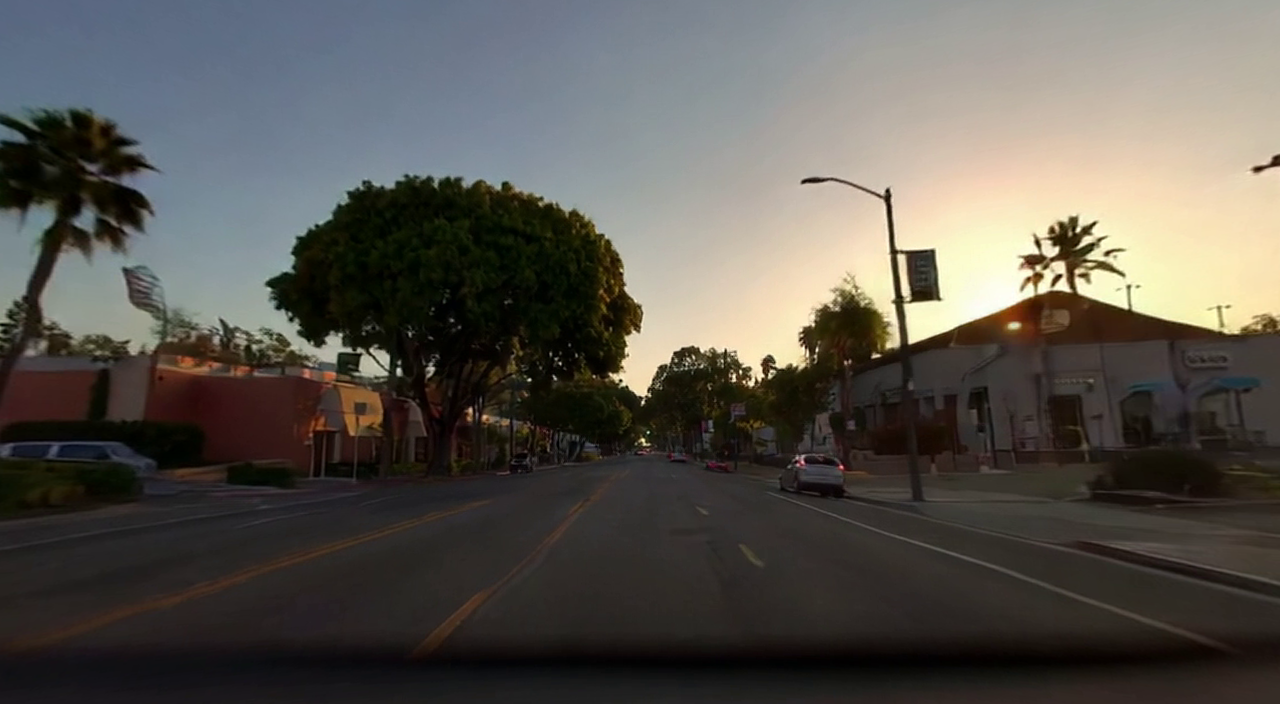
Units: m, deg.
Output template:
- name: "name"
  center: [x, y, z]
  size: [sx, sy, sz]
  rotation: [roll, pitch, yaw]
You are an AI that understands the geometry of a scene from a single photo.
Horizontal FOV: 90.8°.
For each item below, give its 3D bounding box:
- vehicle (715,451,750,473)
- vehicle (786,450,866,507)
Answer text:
- name: "vehicle"
  center: [6.777, 8.092, 46.781]
  size: [1.840, 1.503, 4.760]
  rotation: [0, -8, -1]
- name: "vehicle"
  center: [5.742, 3.805, 19.568]
  size: [2.067, 1.477, 4.653]
  rotation: [-2, -9, 16]
